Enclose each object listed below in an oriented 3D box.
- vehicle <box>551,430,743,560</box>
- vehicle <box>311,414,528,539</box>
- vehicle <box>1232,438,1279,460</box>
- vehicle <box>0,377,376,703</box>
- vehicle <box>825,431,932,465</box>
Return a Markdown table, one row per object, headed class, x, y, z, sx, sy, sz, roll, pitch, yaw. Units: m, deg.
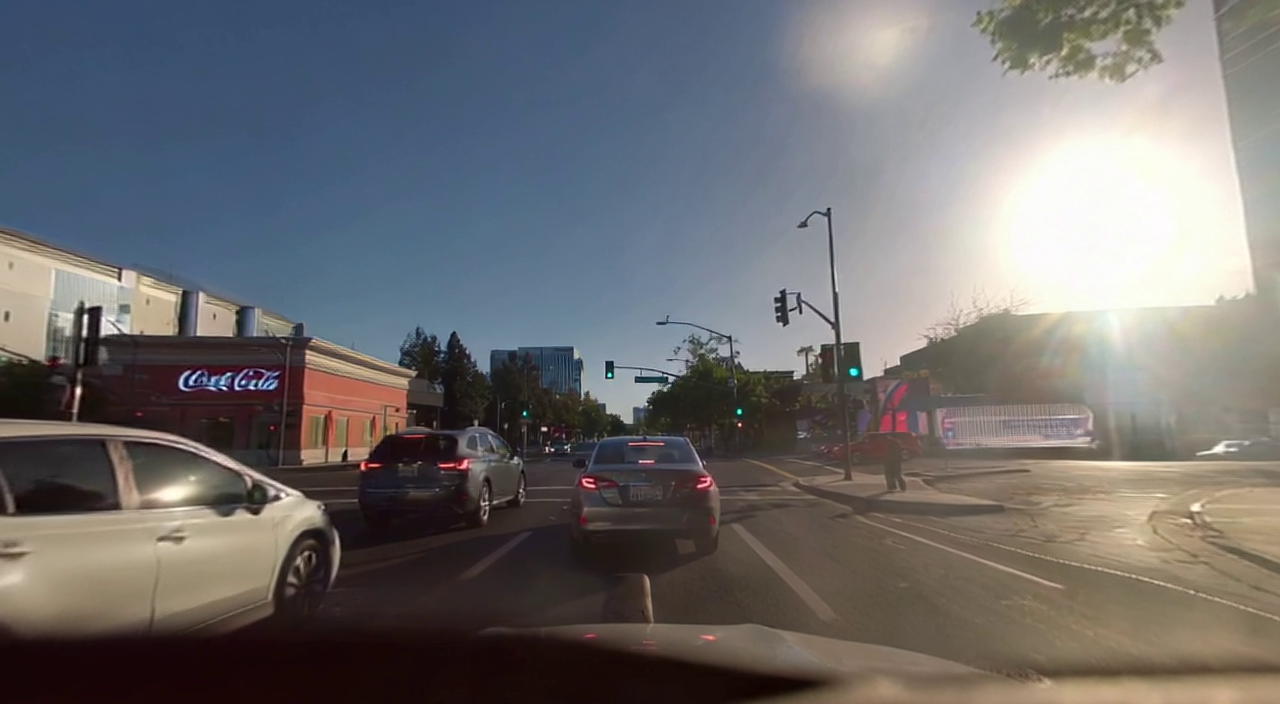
| class | x | y | z | sx | sy | sz | roll | pitch | yaw |
| --- | --- | --- | --- | --- | --- | --- | --- | --- | --- |
| vehicle | 0.166 | 1.972 | 9.461 | 2.258 | 1.507 | 3.896 | -1 | -8 | 3 |
| vehicle | -3.440 | 2.042 | 10.891 | 2.009 | 1.704 | 4.230 | -1 | -8 | 3 |
| vehicle | 43.608 | 6.633 | 42.965 | 4.582 | 1.442 | 1.860 | 0 | -8 | -2 |
| vehicle | -3.328 | 0.994 | 3.197 | 2.029 | 1.517 | 4.375 | 0 | -8 | 1 |
| vehicle | 12.959 | 5.248 | 34.525 | 5.032 | 1.762 | 1.982 | 0 | -8 | 0 |
